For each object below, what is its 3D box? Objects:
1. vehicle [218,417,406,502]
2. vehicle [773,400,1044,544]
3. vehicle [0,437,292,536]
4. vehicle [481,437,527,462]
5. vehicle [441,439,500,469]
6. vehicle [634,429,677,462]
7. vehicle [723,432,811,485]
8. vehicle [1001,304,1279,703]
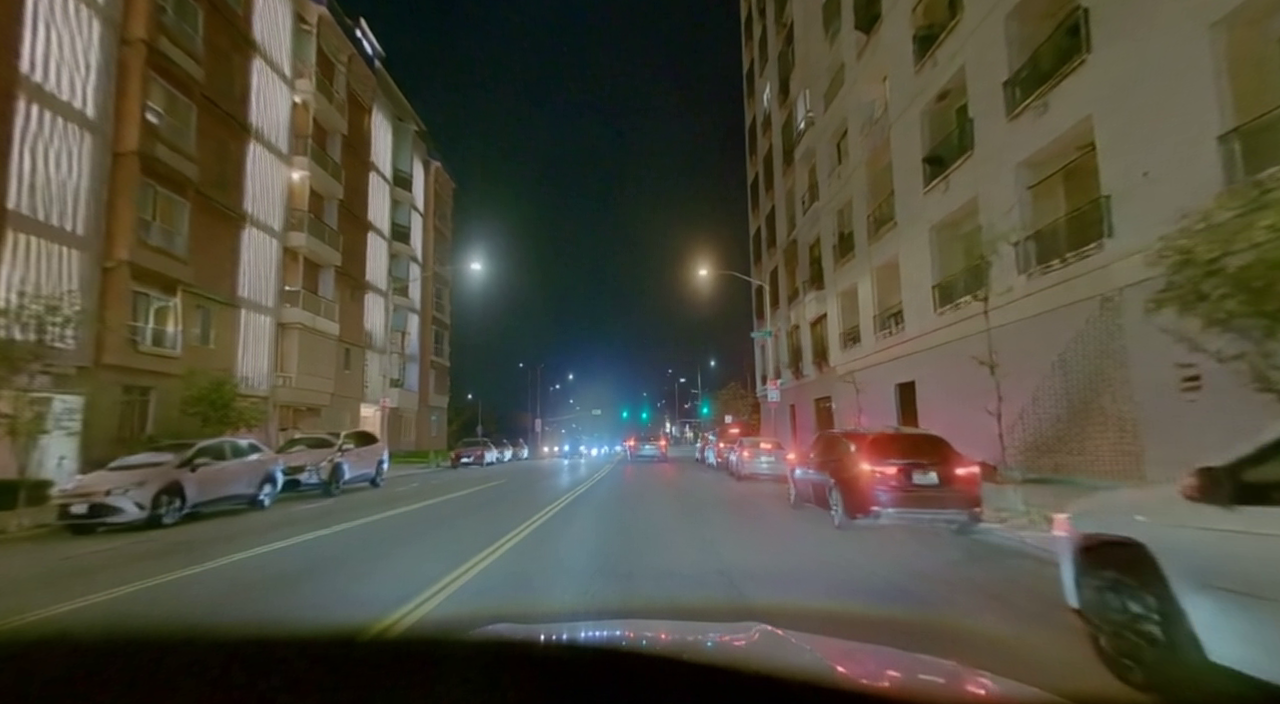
[{"bbox_3d":[-9.067,3.030,18.234,2.457,2.048,5.461,0,-8,0],"label":"vehicle"},{"bbox_3d":[3.876,1.836,10.343,2.260,1.789,4.810,0,-8,-1],"label":"vehicle"},{"bbox_3d":[-9.269,2.476,12.374,2.089,1.549,4.597,-1,-8,2],"label":"vehicle"},{"bbox_3d":[-8.893,6.407,41.482,2.002,1.546,4.339,0,-8,0],"label":"vehicle"},{"bbox_3d":[-8.892,5.394,33.527,2.021,1.474,4.337,0,-8,-1],"label":"vehicle"},{"bbox_3d":[0.853,5.235,35.296,2.261,1.740,4.065,0,-8,1],"label":"vehicle"},{"bbox_3d":[3.873,3.330,20.044,2.033,1.470,4.502,0,-8,2],"label":"vehicle"},{"bbox_3d":[3.775,0.653,1.936,2.327,1.864,4.981,0,-8,0],"label":"vehicle"}]
